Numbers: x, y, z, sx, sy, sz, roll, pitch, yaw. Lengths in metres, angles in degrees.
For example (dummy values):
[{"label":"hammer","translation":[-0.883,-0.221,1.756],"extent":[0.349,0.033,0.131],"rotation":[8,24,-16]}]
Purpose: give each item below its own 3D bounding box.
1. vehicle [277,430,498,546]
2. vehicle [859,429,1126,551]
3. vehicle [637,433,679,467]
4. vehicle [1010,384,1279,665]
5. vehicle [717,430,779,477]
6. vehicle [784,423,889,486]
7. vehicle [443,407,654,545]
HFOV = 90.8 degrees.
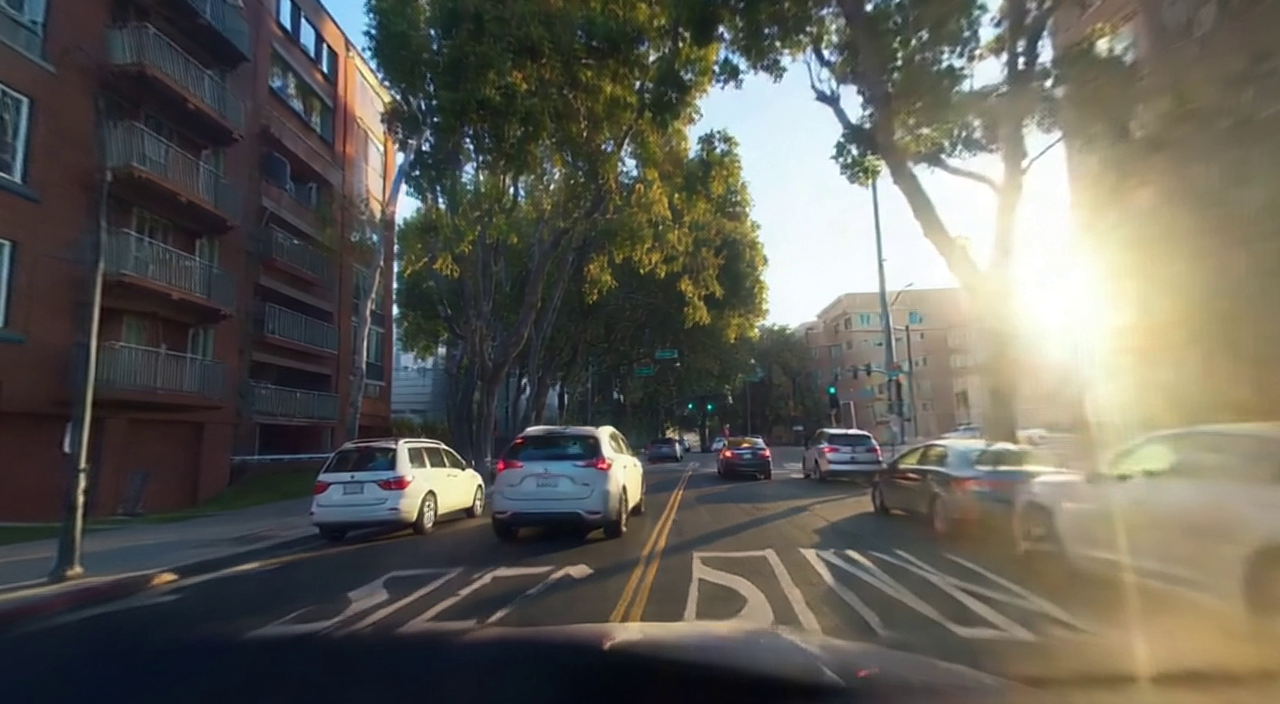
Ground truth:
[{"label":"vehicle","translation":[-4.491,2.461,12.184],"extent":[2.013,1.772,4.439],"rotation":[-1,-9,7]},{"label":"vehicle","translation":[4.971,1.977,9.794],"extent":[1.937,1.442,4.338],"rotation":[-1,-9,5]},{"label":"vehicle","translation":[1.043,5.308,34.443],"extent":[1.979,1.723,3.849],"rotation":[-1,-8,6]},{"label":"vehicle","translation":[4.666,1.087,4.285],"extent":[1.883,1.601,4.305],"rotation":[-1,-8,4]},{"label":"vehicle","translation":[4.088,3.855,24.163],"extent":[2.111,1.619,4.077],"rotation":[-2,-9,9]},{"label":"vehicle","translation":[6.309,3.373,21.051],"extent":[2.093,1.815,5.441],"rotation":[-1,-8,4]},{"label":"vehicle","translation":[-1.209,2.061,11.214],"extent":[2.333,1.832,5.200],"rotation":[-1,-9,7]}]
